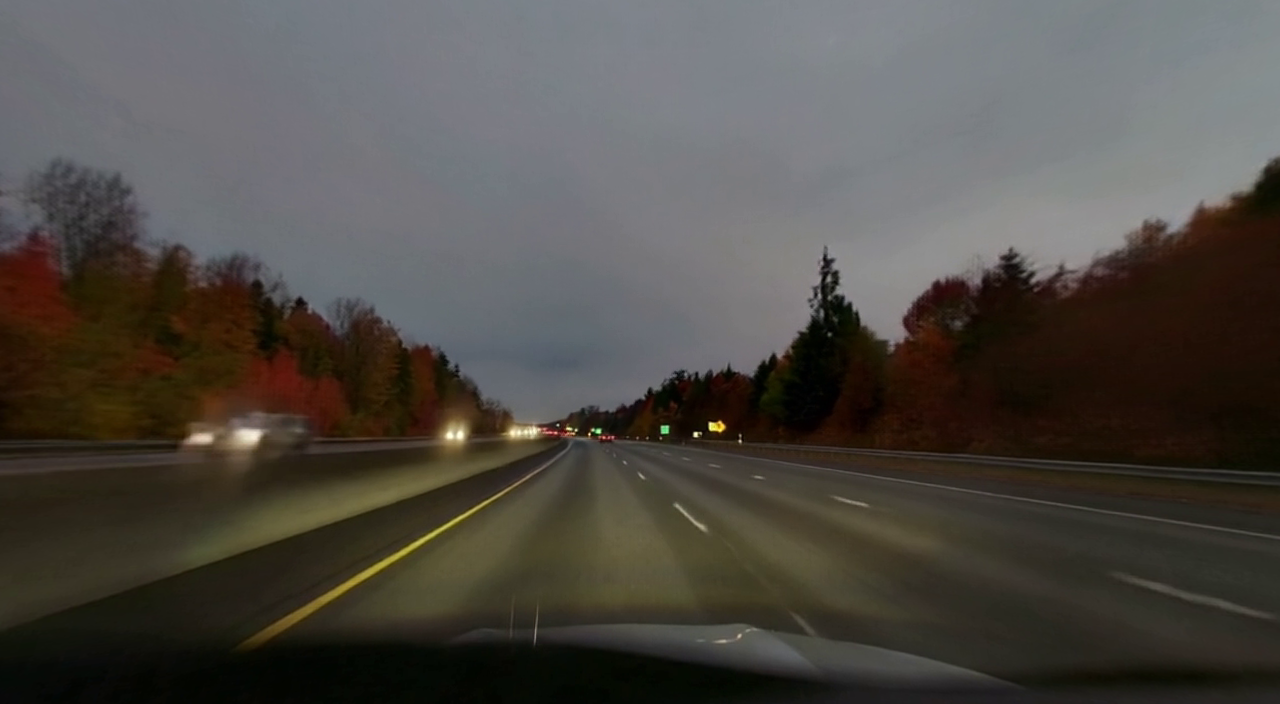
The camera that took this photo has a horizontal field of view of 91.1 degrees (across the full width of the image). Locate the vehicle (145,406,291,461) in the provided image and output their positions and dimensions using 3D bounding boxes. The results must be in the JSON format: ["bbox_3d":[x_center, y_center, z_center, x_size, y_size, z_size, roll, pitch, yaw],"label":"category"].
[{"bbox_3d":[-14.800,2.918,22.480,2.119,1.735,4.729,0,-8,-3],"label":"vehicle"}]
